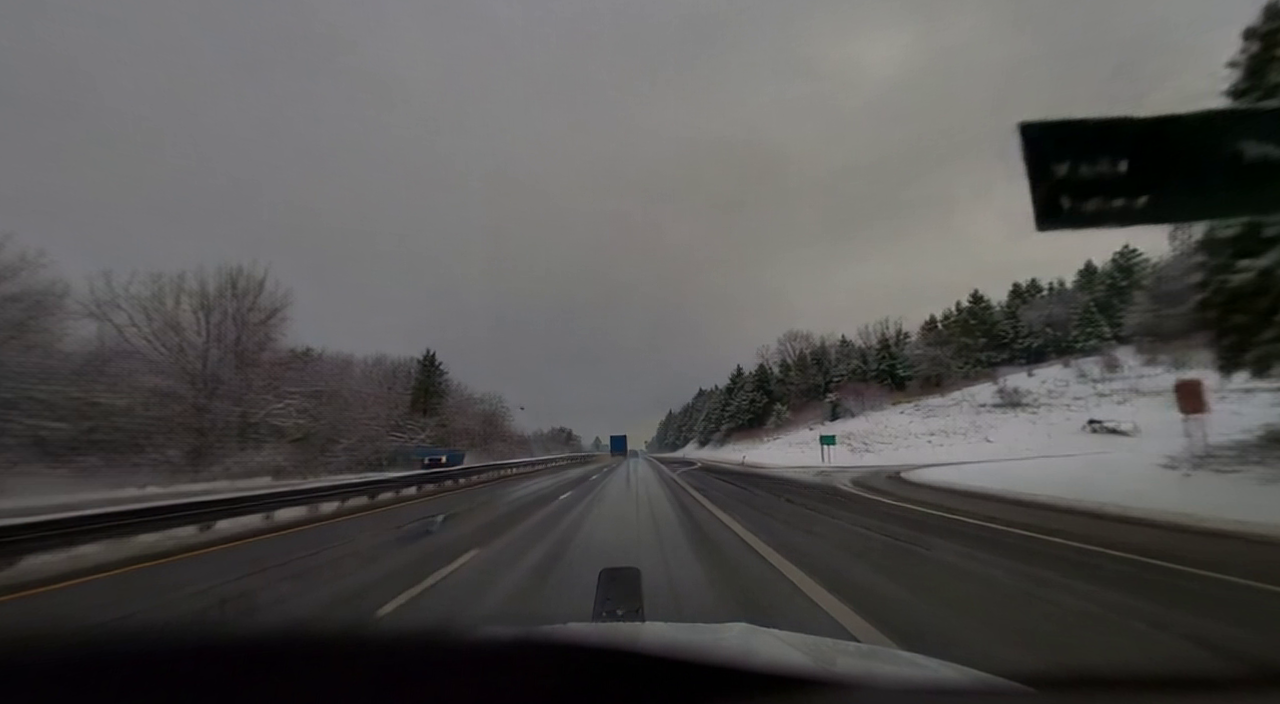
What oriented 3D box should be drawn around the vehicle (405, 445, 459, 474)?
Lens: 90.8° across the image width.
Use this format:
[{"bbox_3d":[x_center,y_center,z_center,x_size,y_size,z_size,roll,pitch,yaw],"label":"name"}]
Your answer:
[{"bbox_3d":[-12.121,6.295,37.032,1.975,1.575,3.441,0,-9,0],"label":"vehicle"}]
